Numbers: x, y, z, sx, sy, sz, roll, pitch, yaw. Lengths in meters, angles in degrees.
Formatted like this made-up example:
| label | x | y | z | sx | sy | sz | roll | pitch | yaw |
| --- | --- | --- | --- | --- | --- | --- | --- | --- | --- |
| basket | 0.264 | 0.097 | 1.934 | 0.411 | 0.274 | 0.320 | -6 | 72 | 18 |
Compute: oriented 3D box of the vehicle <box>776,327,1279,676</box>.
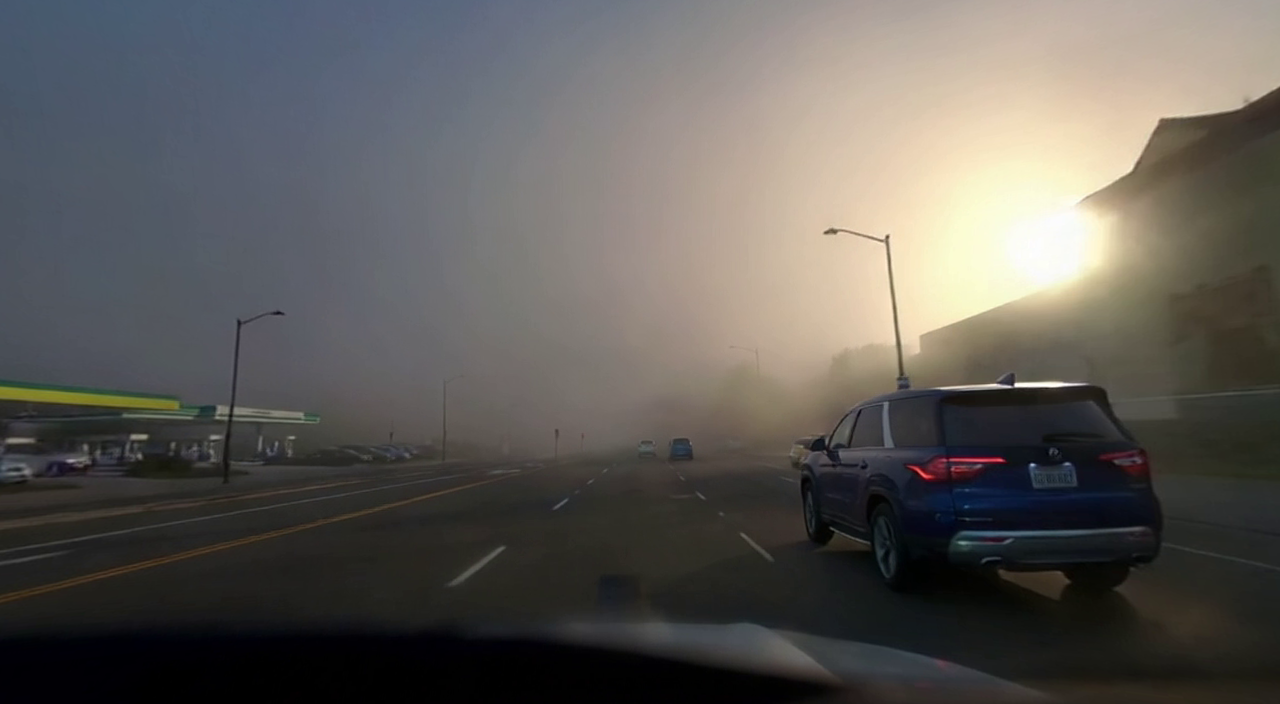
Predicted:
| label | x | y | z | sx | sy | sz | roll | pitch | yaw |
| --- | --- | --- | --- | --- | --- | --- | --- | --- | --- |
| vehicle | 2.955 | 1.173 | 5.989 | 2.246 | 1.963 | 4.777 | 0 | -8 | 0 |

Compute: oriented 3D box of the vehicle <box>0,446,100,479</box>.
| label | x | y | z | sx | sy | sz | roll | pitch | yaw |
| --- | --- | --- | --- | --- | --- | --- | --- | --- | --- |
| vehicle | -32.753 | 6.053 | 34.622 | 1.925 | 1.680 | 4.396 | -1 | -9 | 1 |

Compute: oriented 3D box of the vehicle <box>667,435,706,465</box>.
| label | x | y | z | sx | sy | sz | roll | pitch | yaw |
| --- | --- | --- | --- | --- | --- | --- | --- | --- | --- |
| vehicle | 3.040 | 6.582 | 42.252 | 2.317 | 1.857 | 5.150 | 0 | -8 | 1 |

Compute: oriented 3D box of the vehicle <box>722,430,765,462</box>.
| label | x | y | z | sx | sy | sz | roll | pitch | yaw |
| --- | --- | --- | --- | --- | --- | --- | --- | --- | --- |
| vehicle | 7.567 | 6.982 | 46.634 | 2.220 | 2.147 | 6.392 | 0 | -8 | 1 |
